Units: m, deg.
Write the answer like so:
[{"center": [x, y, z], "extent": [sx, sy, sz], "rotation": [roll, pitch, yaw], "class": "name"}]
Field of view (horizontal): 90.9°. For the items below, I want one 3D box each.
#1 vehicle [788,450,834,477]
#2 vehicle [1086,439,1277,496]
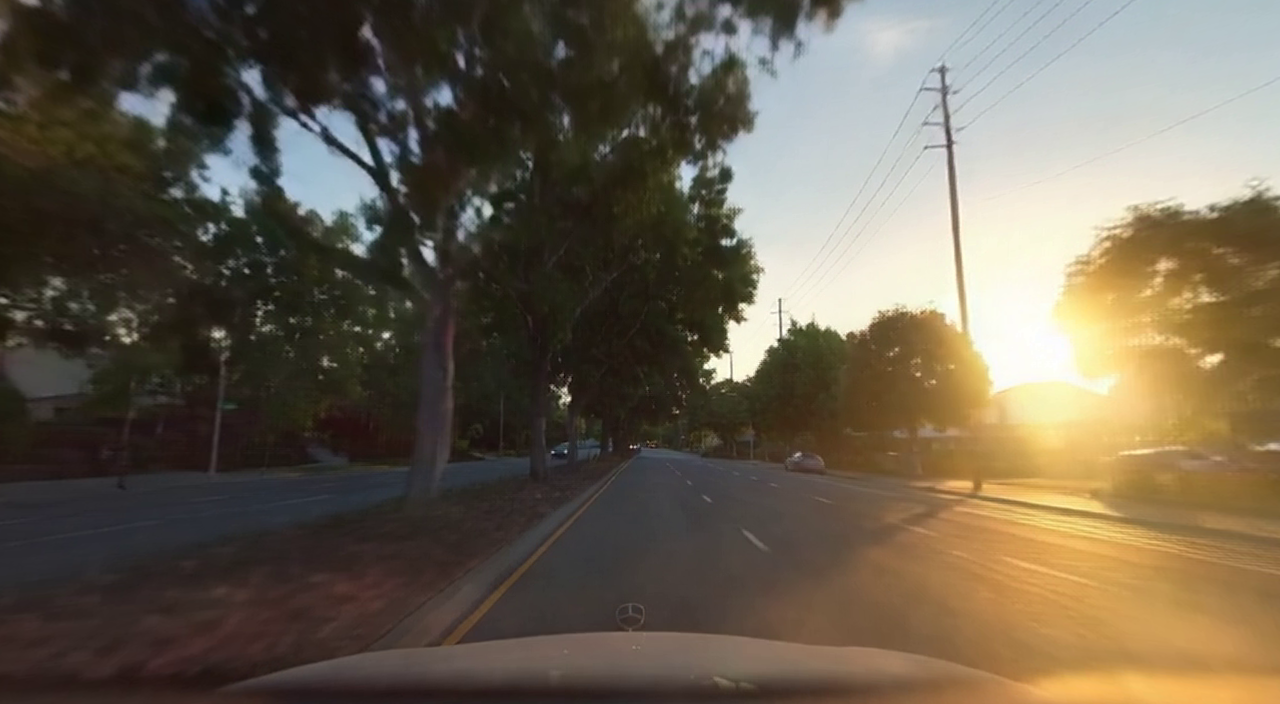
[{"center": [11.897, 7.770, 44.081], "extent": [2.061, 1.575, 4.098], "rotation": [5, -8, 1], "class": "vehicle"}, {"center": [19.148, 4.084, 22.514], "extent": [4.655, 1.921, 2.231], "rotation": [0, -8, 1], "class": "vehicle"}]
